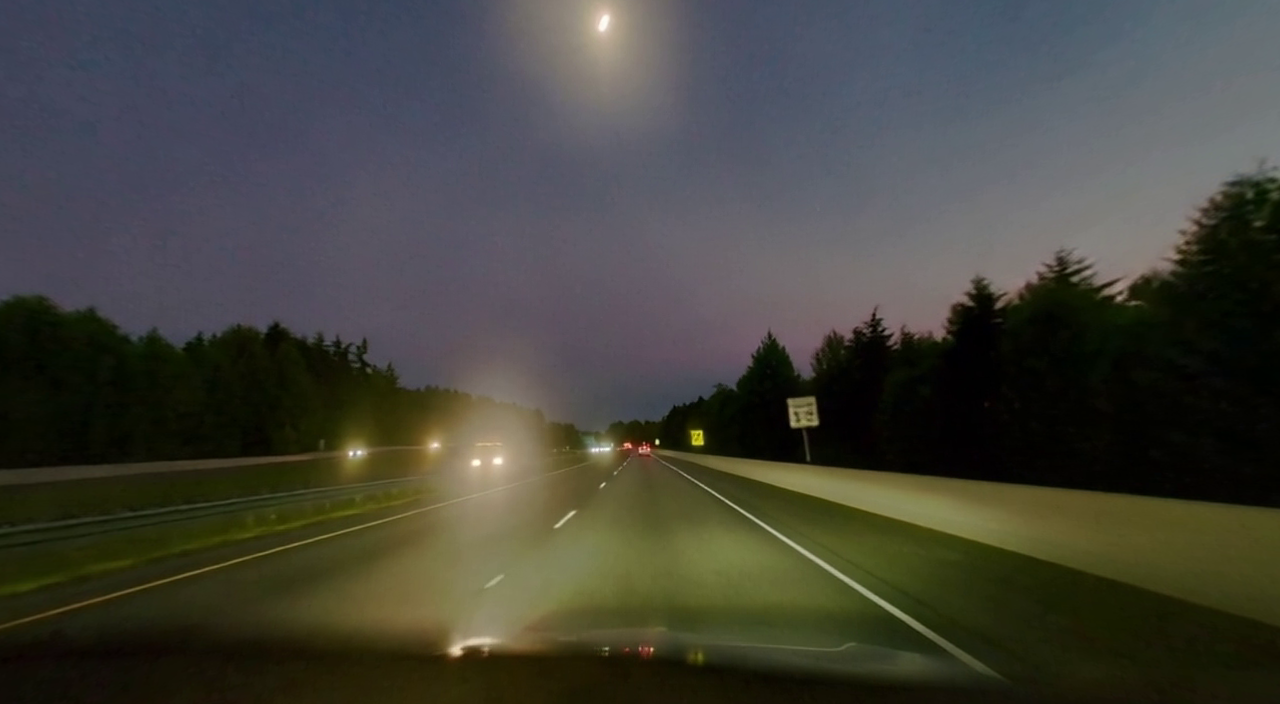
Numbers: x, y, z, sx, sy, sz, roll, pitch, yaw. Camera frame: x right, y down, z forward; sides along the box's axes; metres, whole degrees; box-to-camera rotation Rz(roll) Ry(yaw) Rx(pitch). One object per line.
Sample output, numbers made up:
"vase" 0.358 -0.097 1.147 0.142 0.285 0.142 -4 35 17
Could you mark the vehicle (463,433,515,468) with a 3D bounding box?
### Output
"vehicle" -10.721 7.071 45.223 2.368 2.301 5.356 0 -9 0
